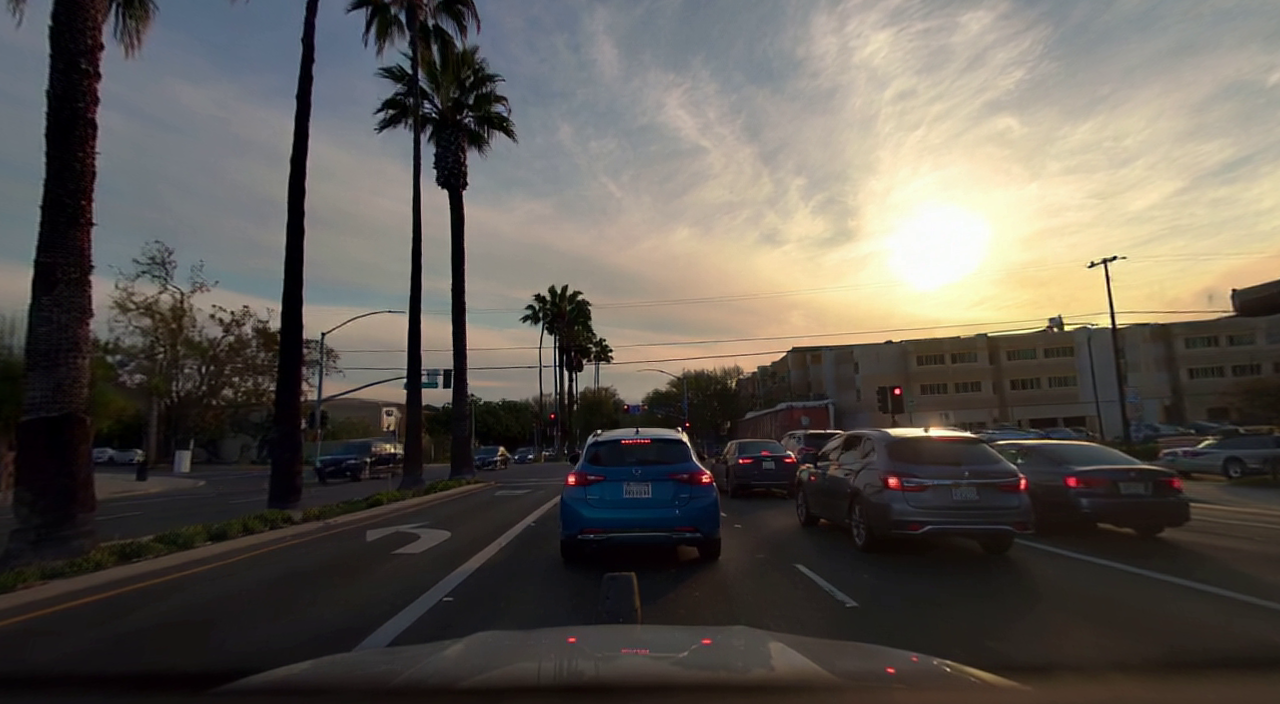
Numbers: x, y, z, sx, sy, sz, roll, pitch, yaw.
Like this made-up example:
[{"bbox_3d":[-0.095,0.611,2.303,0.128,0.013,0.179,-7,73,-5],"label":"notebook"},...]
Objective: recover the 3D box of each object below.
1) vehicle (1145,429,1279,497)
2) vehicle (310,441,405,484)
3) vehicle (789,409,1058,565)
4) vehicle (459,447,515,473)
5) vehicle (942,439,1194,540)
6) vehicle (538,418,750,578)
[{"bbox_3d":[18.059,3.217,18.435,4.786,1.848,2.107,0,-9,-1],"label":"vehicle"},{"bbox_3d":[-12.562,4.930,28.480,2.180,1.776,4.521,0,-9,0],"label":"vehicle"},{"bbox_3d":[3.661,1.827,9.195,1.947,1.725,4.159,0,-9,0],"label":"vehicle"},{"bbox_3d":[-9.185,6.483,38.295,2.168,1.462,4.505,0,-9,1],"label":"vehicle"},{"bbox_3d":[7.381,2.368,11.509,1.832,1.477,3.981,0,-9,1],"label":"vehicle"},{"bbox_3d":[0.032,1.751,8.323,2.083,1.572,4.021,0,-9,0],"label":"vehicle"}]
